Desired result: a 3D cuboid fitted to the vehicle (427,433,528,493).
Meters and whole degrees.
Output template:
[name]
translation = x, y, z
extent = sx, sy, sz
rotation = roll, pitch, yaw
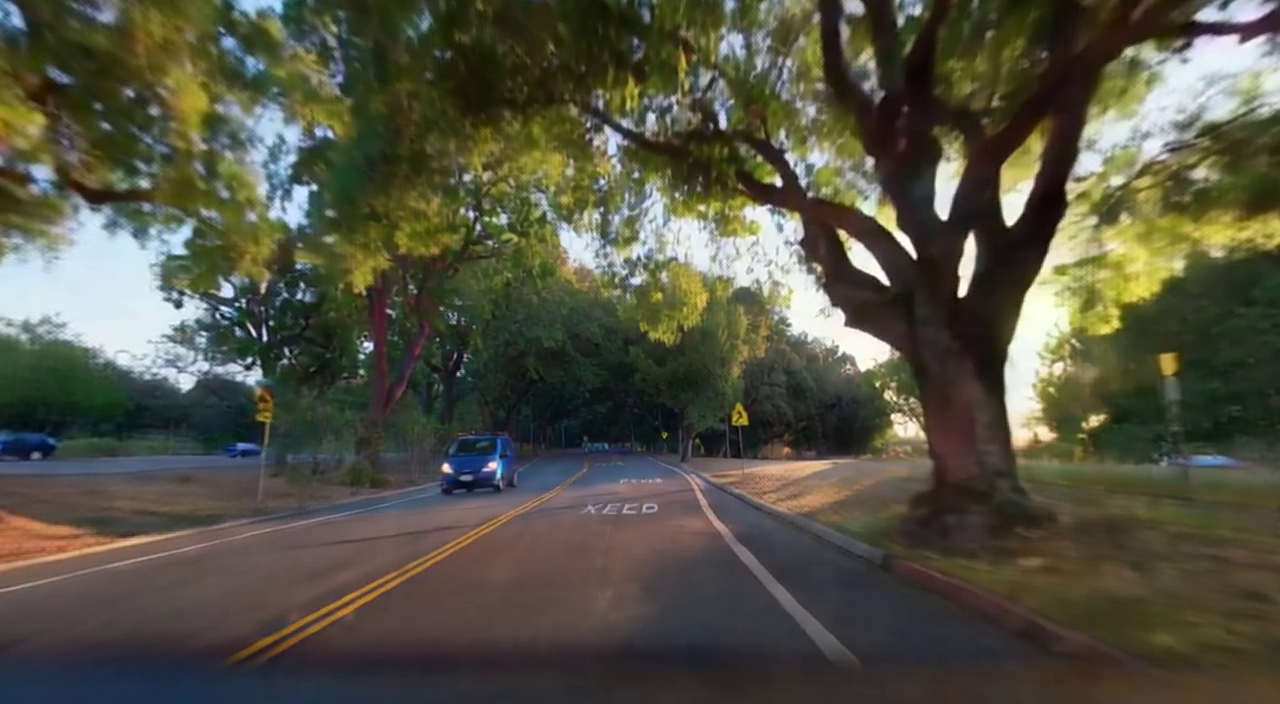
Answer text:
[vehicle]
translation = -5.793, 4.035, 23.366
extent = 2.394, 1.900, 5.863
rotation = 0, -8, -2
